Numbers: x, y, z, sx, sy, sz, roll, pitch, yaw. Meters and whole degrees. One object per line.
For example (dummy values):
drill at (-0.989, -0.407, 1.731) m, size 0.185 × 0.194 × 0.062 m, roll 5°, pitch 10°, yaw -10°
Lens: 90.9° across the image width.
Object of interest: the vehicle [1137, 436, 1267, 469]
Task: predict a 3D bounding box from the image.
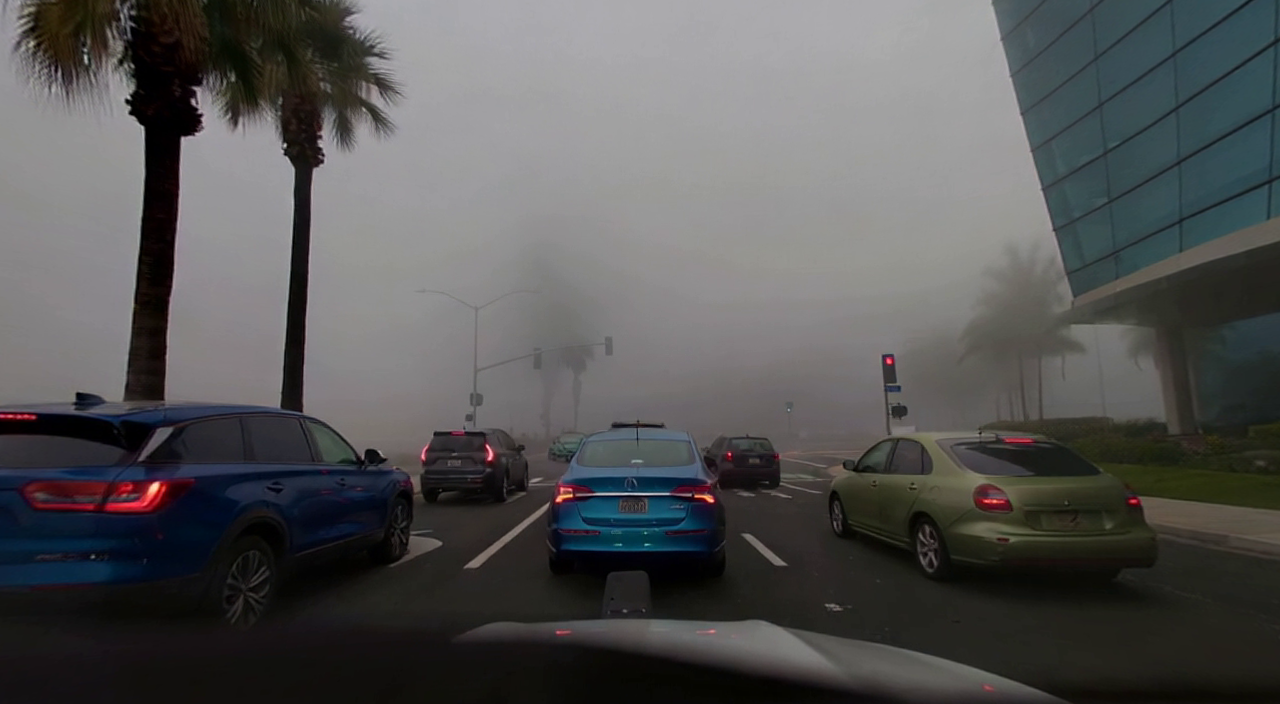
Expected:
vehicle at (25.446, 4.546, 28.654) m, size 4.014 × 1.417 × 1.777 m, roll -1°, pitch -8°, yaw 5°

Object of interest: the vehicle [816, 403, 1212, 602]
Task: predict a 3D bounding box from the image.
vehicle at (3.835, 1.618, 7.688) m, size 2.064 × 1.696 × 4.431 m, roll 0°, pitch -8°, yaw 0°

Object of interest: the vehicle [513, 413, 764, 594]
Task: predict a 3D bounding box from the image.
vehicle at (-0.055, 1.663, 7.819) m, size 2.219 × 1.586 × 4.321 m, roll 0°, pitch -8°, yaw -1°

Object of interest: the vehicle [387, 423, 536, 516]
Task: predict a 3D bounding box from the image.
vehicle at (-3.467, 2.357, 13.077) m, size 1.917 × 1.631 × 3.768 m, roll 0°, pitch -8°, yaw 1°

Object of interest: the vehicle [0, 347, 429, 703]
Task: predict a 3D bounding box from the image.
vehicle at (-3.542, 1.173, 5.354) m, size 2.014 × 1.775 × 4.404 m, roll 0°, pitch -8°, yaw -1°
